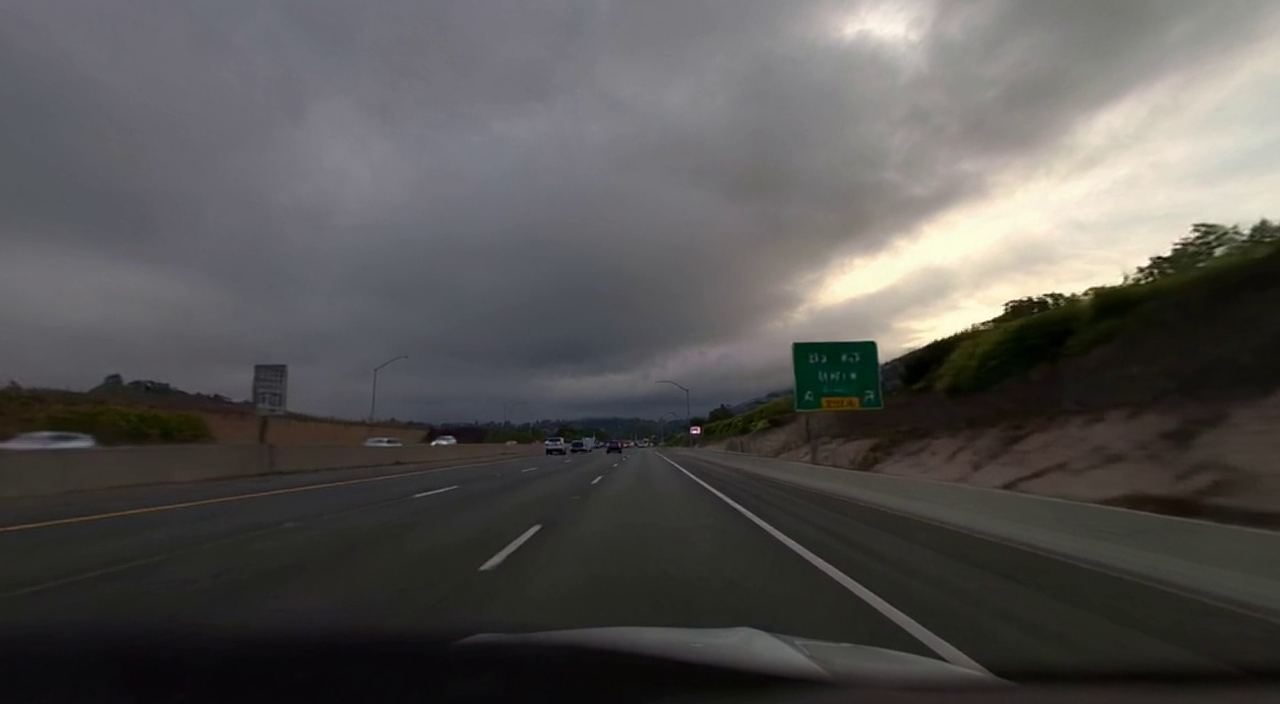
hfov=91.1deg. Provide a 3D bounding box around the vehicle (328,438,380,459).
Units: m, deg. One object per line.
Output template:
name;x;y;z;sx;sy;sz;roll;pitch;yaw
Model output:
vehicle;-21.221;7.173;46.765;1.857;1.439;4.335;0;-8;0
